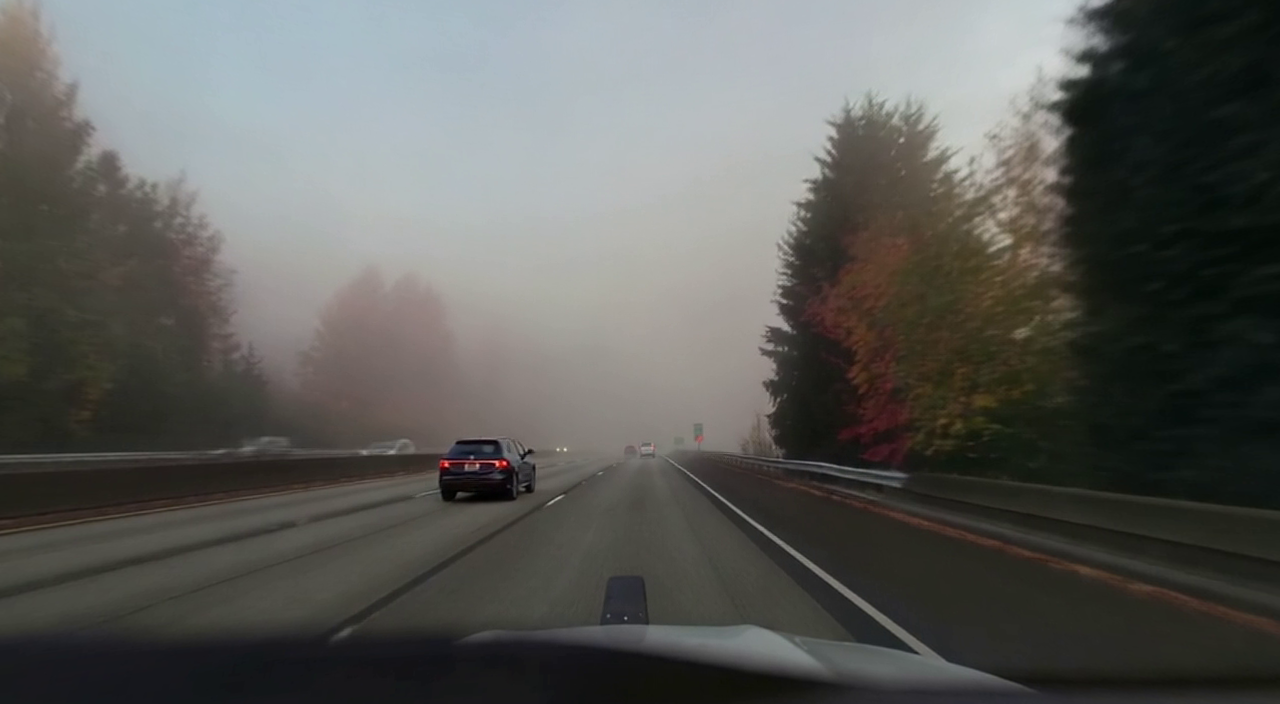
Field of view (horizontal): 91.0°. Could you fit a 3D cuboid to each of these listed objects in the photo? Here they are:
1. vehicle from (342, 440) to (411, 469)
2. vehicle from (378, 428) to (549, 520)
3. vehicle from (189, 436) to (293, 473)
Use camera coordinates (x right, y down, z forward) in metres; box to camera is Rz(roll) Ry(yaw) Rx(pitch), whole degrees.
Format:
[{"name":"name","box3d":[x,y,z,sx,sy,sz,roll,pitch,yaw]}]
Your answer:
[{"name":"vehicle","box3d":[-15.503,6.049,37.322,1.976,1.592,4.573,0,-8,2]},{"name":"vehicle","box3d":[-3.423,2.468,13.379,2.061,1.572,4.814,0,-8,3]},{"name":"vehicle","box3d":[-19.798,5.077,31.526,2.081,1.688,4.717,0,-8,0]}]
